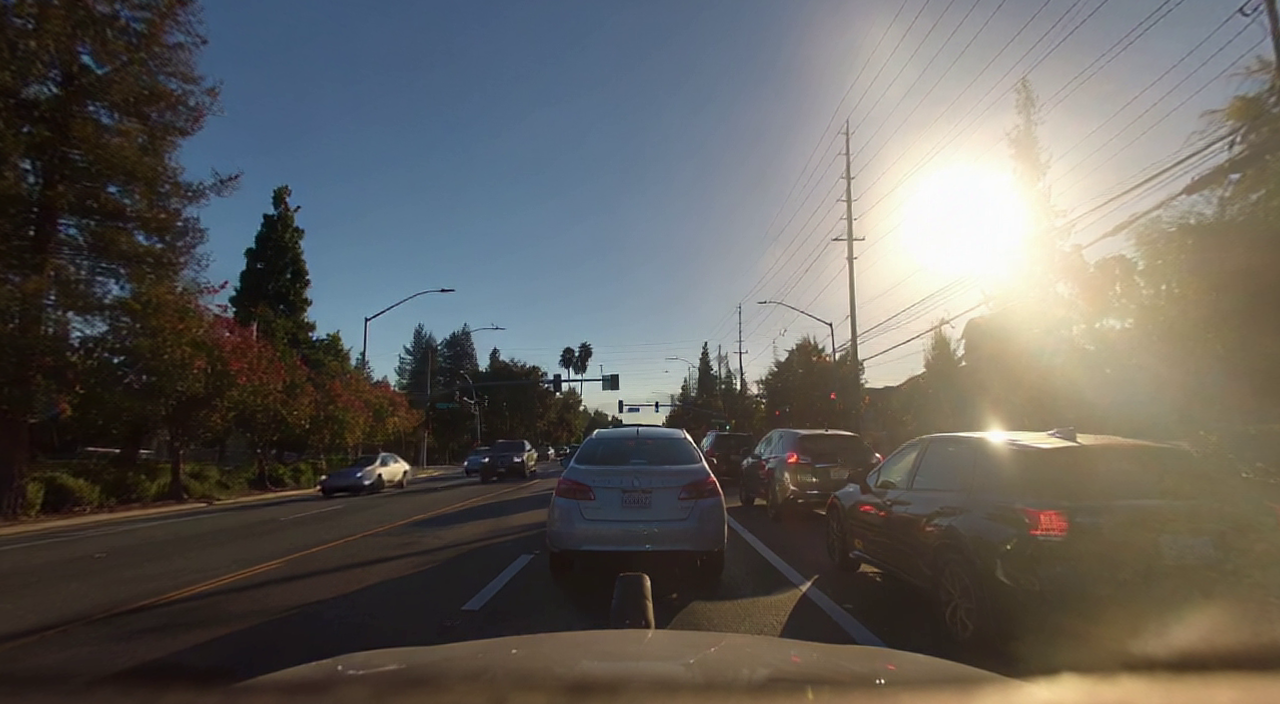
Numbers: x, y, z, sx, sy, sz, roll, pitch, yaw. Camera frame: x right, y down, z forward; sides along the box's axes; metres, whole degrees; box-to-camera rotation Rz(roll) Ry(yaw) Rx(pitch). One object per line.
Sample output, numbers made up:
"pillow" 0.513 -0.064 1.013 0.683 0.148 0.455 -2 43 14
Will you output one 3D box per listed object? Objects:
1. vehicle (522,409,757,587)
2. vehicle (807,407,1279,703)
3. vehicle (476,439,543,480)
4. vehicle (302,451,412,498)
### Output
"vehicle" 0.002 1.680 8.057 2.200 1.653 4.127 0 -8 0
"vehicle" 2.885 1.309 4.992 1.950 1.487 4.275 0 -8 0
"vehicle" -5.999 4.981 29.603 2.068 1.739 4.572 -1 -8 2
"vehicle" -9.920 4.287 22.485 1.921 1.471 4.137 0 -8 1
